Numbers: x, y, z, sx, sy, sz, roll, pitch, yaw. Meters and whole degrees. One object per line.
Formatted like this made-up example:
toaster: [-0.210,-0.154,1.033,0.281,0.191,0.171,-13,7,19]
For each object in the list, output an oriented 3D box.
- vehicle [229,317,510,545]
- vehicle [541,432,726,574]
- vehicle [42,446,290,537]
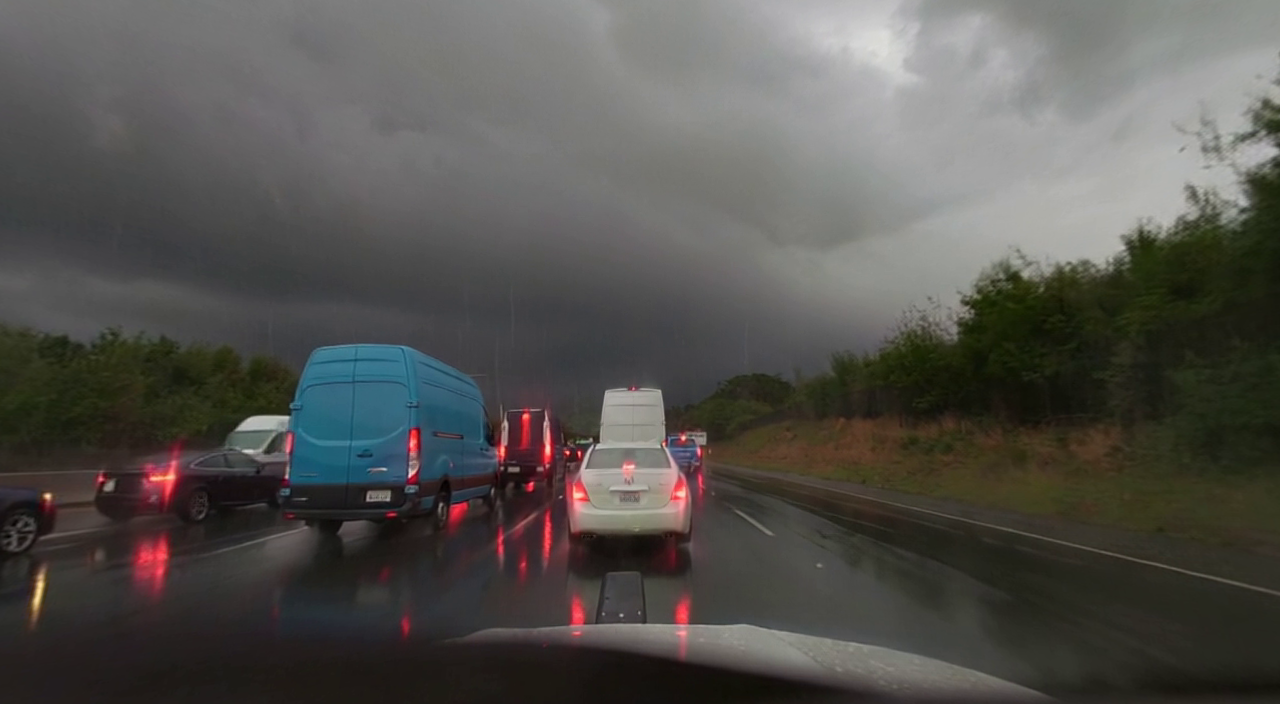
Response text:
vehicle: [-4.083,1.472,11.356,2.254,2.879,6.656,0,-9,-2]
vehicle: [-0.097,1.905,8.604,1.995,1.495,3.380,0,-9,-1]
vehicle: [-8.905,2.600,12.393,1.797,1.466,3.924,0,-9,0]
